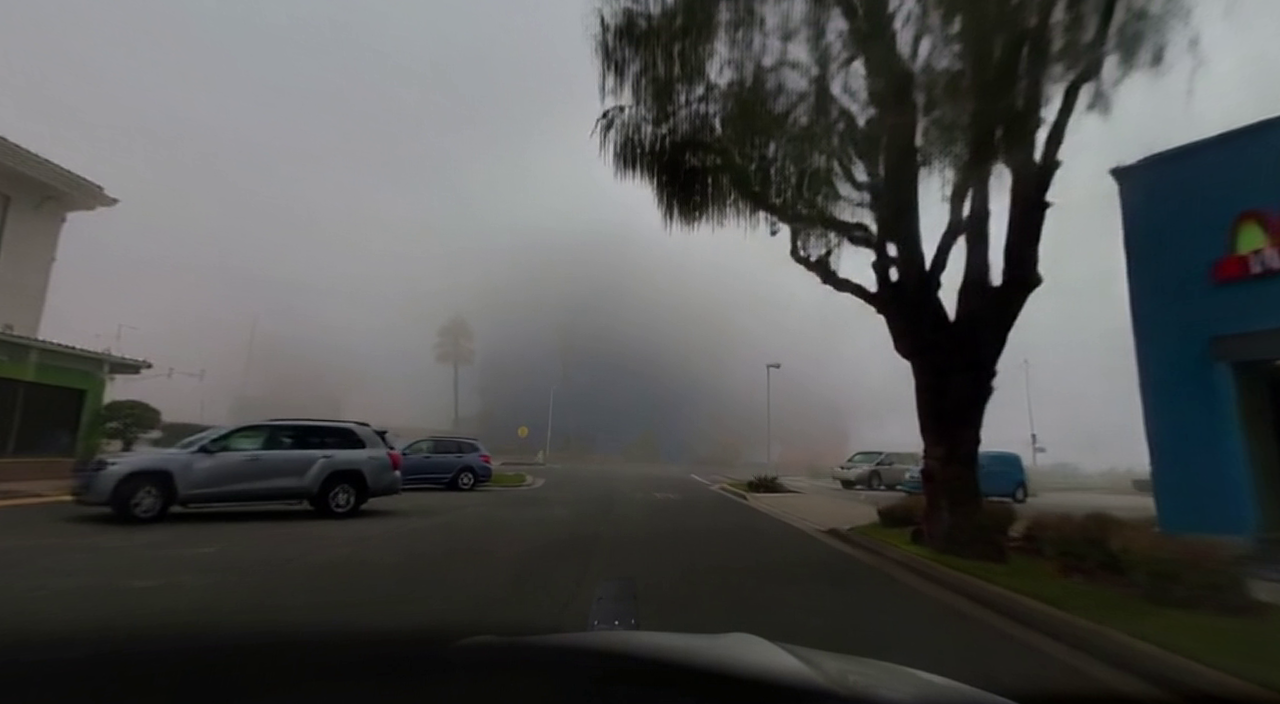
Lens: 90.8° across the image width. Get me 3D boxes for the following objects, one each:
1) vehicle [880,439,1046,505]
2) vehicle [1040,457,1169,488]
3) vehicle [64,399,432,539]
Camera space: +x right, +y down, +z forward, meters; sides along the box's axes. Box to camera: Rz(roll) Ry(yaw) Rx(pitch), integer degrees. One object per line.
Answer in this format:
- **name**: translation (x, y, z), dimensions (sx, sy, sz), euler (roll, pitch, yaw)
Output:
- **vehicle**: translation (9.897, 3.636, 19.331), dimensions (4.758, 1.759, 2.068), euler (5, -11, -28)
- **vehicle**: translation (24.903, 6.441, 34.114), dimensions (1.785, 1.539, 5.214), euler (7, -12, -34)
- **vehicle**: translation (-6.312, 1.906, 10.769), dimensions (4.787, 1.867, 2.092), euler (6, -10, -34)
